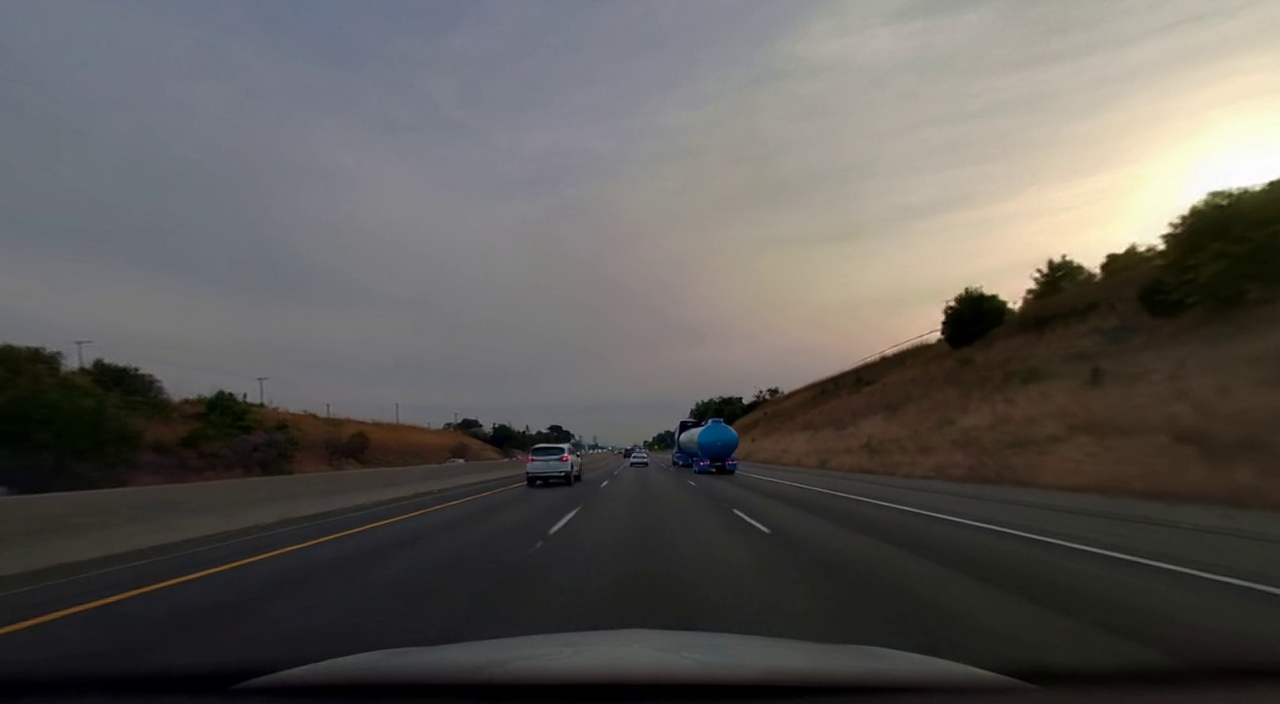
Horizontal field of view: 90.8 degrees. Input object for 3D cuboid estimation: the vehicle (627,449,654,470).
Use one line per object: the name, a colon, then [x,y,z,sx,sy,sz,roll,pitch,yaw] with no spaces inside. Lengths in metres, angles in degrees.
vehicle: [0.035,8.216,48.456,2.013,1.498,3.908,0,-9,0]

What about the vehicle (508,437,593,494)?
vehicle: [-3.034,3.992,22.534,2.258,1.805,4.665,-1,-9,1]

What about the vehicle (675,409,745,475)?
vehicle: [4.251,5.995,41.689,2.889,3.606,13.832,0,-9,-1]
